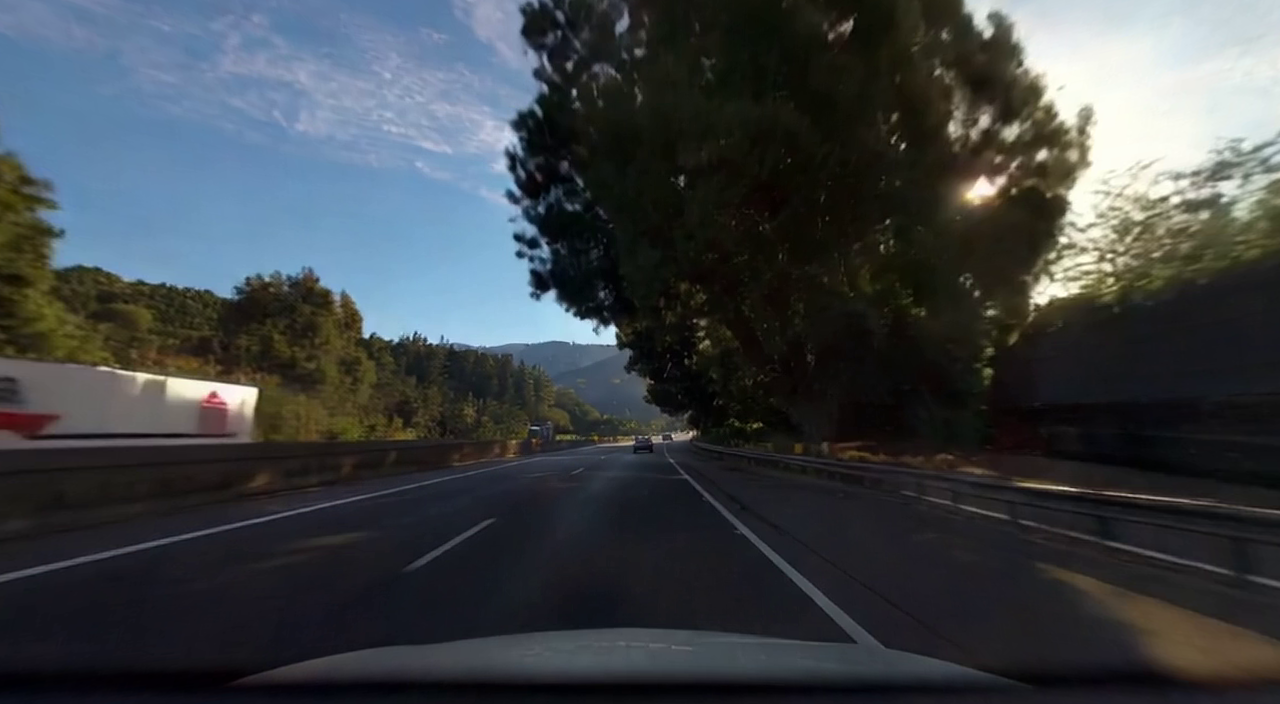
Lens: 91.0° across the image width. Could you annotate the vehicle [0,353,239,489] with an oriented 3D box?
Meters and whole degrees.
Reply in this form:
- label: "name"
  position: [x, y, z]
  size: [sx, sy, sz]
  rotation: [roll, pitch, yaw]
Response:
- label: "vehicle"
  position: [-17.824, 2.399, 20.904]
  size: [2.910, 3.522, 9.143]
  rotation: [0, -8, 0]
